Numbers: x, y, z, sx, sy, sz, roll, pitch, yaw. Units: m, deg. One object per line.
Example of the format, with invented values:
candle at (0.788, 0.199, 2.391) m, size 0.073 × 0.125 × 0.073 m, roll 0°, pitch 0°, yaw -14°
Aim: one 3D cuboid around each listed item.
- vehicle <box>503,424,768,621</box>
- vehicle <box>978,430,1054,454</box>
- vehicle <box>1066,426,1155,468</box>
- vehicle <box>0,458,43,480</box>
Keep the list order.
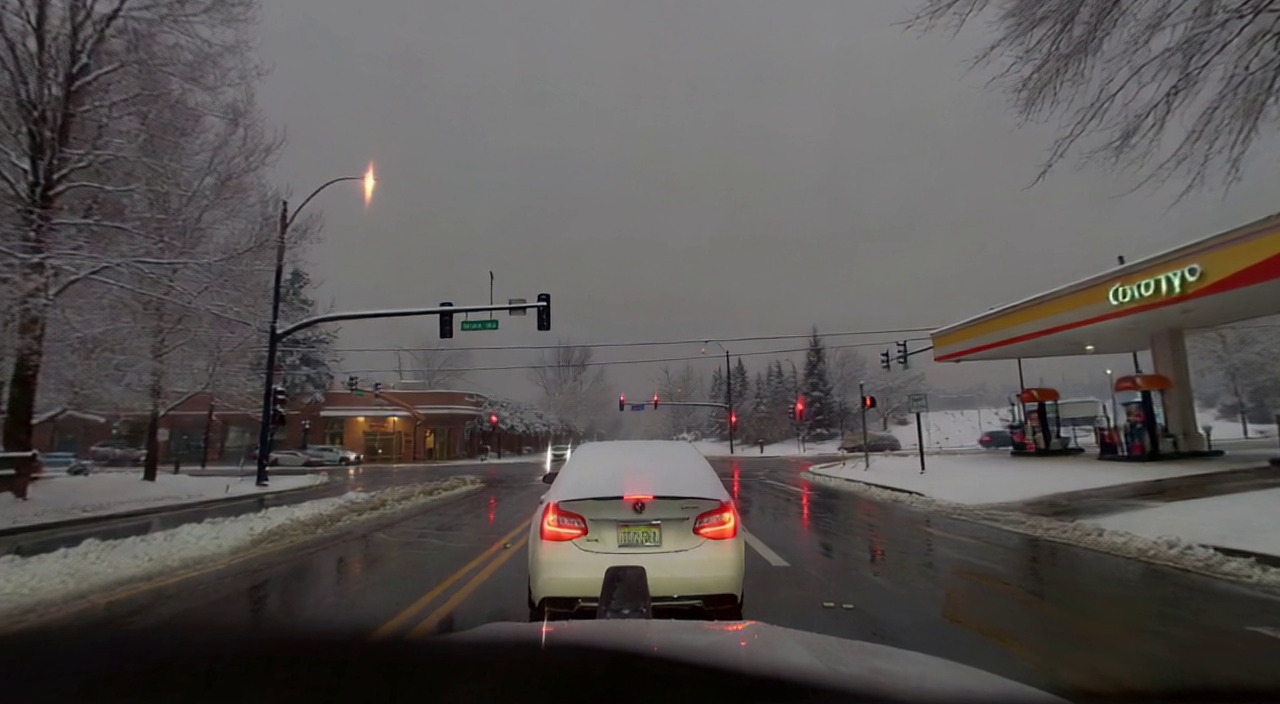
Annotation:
vehicle at (-0.033, 1.598, 6.894) m, size 2.010 × 1.482 × 4.057 m, roll 0°, pitch -8°, yaw 0°
vehicle at (25.557, 6.152, 42.945) m, size 3.975 × 1.563 × 1.755 m, roll -1°, pitch -8°, yaw 5°
vehicle at (18.613, 3.746, 24.879) m, size 4.091 × 1.495 × 2.053 m, roll 8°, pitch -12°, yaw -44°
vehicle at (-44.863, 8.174, 44.168) m, size 4.380 × 1.409 × 1.841 m, roll -1°, pitch -8°, yaw 5°
